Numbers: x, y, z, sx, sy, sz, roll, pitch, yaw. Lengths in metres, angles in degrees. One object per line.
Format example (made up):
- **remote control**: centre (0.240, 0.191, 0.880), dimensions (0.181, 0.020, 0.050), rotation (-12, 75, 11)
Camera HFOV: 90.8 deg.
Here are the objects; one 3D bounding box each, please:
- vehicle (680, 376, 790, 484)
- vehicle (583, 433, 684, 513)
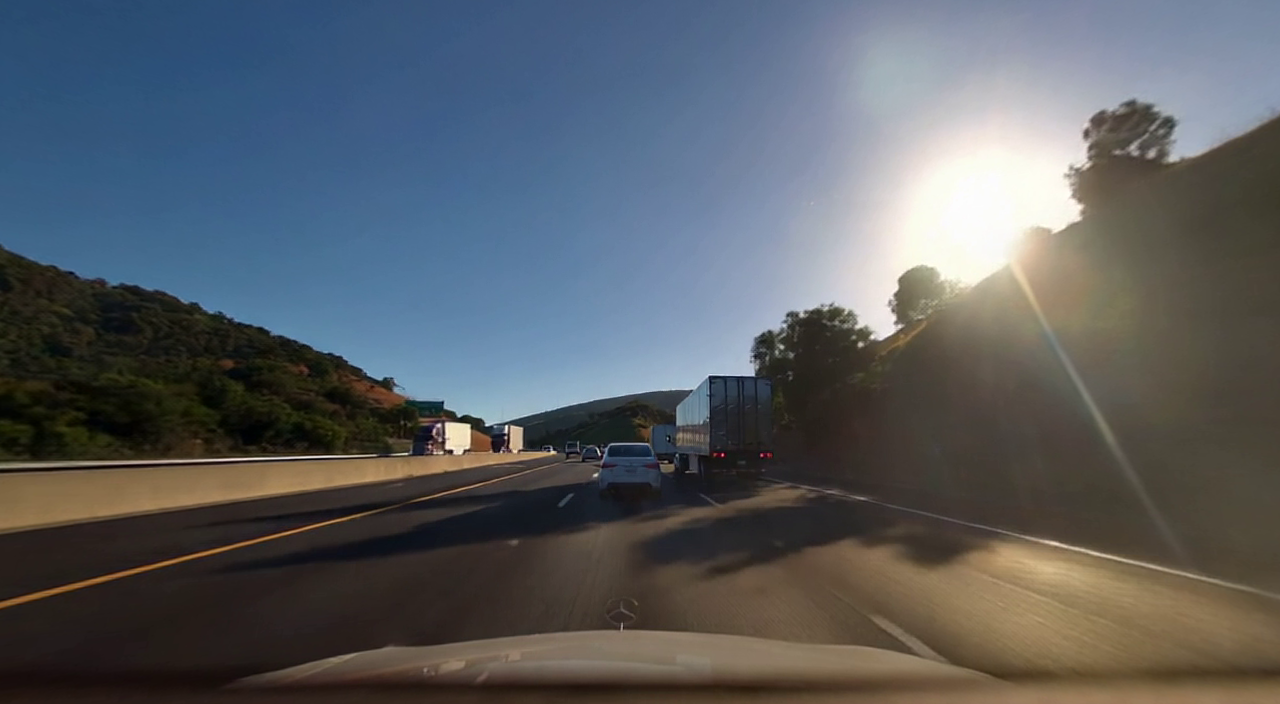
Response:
- **vehicle**: centre (3.981, 3.990, 30.627), dimensions (2.812, 4.024, 14.098), rotation (0, -9, -1)
- **vehicle**: centre (-0.155, 2.813, 15.053), dimensions (2.109, 1.639, 3.768), rotation (0, -9, -1)
